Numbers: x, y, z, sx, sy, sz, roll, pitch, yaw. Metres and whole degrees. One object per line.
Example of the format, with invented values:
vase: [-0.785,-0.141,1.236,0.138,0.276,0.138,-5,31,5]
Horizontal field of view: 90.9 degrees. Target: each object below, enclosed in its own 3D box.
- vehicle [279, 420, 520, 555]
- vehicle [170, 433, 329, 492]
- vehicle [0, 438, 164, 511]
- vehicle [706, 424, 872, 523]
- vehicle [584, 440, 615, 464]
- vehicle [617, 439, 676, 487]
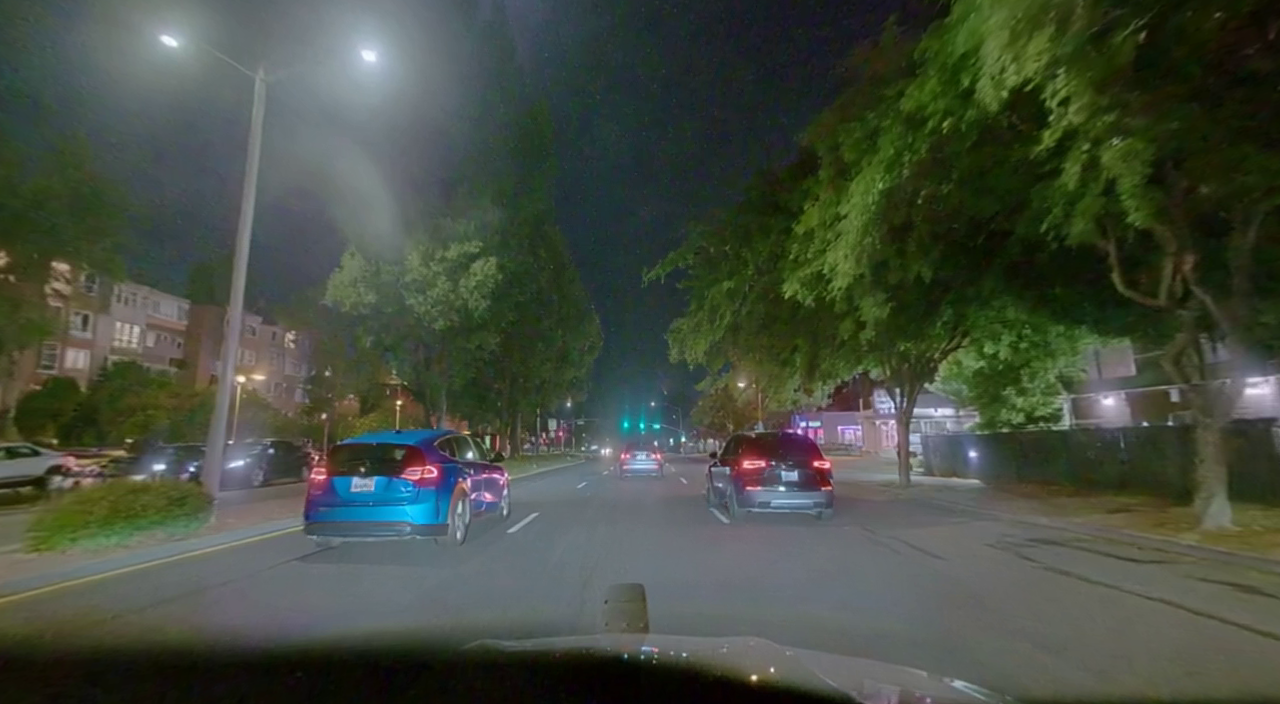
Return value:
vehicle: [-3.521,2.074,10.426,2.043,1.687,4.676,0,-8,1]
vehicle: [-12.477,3.563,20.635,1.928,1.675,4.900,0,-8,2]
vehicle: [-16.120,3.205,16.850,2.318,1.684,5.150,-3,-8,9]
vehicle: [2.894,2.496,13.469,2.280,1.747,4.361,1,-8,-3]
vehicle: [-3.135,7.795,49.399,2.014,1.755,4.360,0,-8,1]
vehicle: [0.226,3.917,22.546,1.922,1.579,3.642,0,-8,0]
